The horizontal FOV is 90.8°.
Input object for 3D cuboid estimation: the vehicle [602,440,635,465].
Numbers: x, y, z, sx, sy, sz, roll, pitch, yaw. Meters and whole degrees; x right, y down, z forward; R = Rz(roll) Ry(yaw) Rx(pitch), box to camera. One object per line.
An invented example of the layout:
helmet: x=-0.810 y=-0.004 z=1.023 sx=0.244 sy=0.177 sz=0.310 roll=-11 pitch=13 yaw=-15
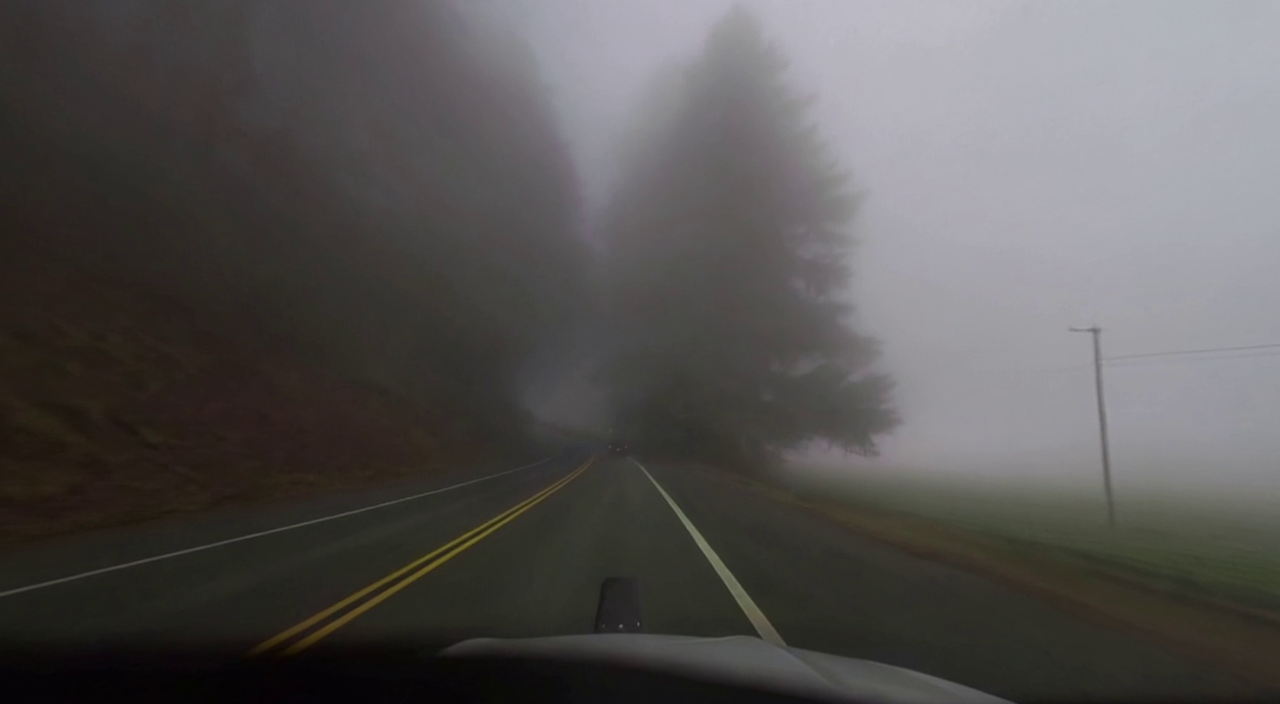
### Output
vehicle: x=-1.363 y=6.543 z=41.149 sx=2.042 sy=1.489 sz=3.963 roll=0 pitch=-9 yaw=-2
